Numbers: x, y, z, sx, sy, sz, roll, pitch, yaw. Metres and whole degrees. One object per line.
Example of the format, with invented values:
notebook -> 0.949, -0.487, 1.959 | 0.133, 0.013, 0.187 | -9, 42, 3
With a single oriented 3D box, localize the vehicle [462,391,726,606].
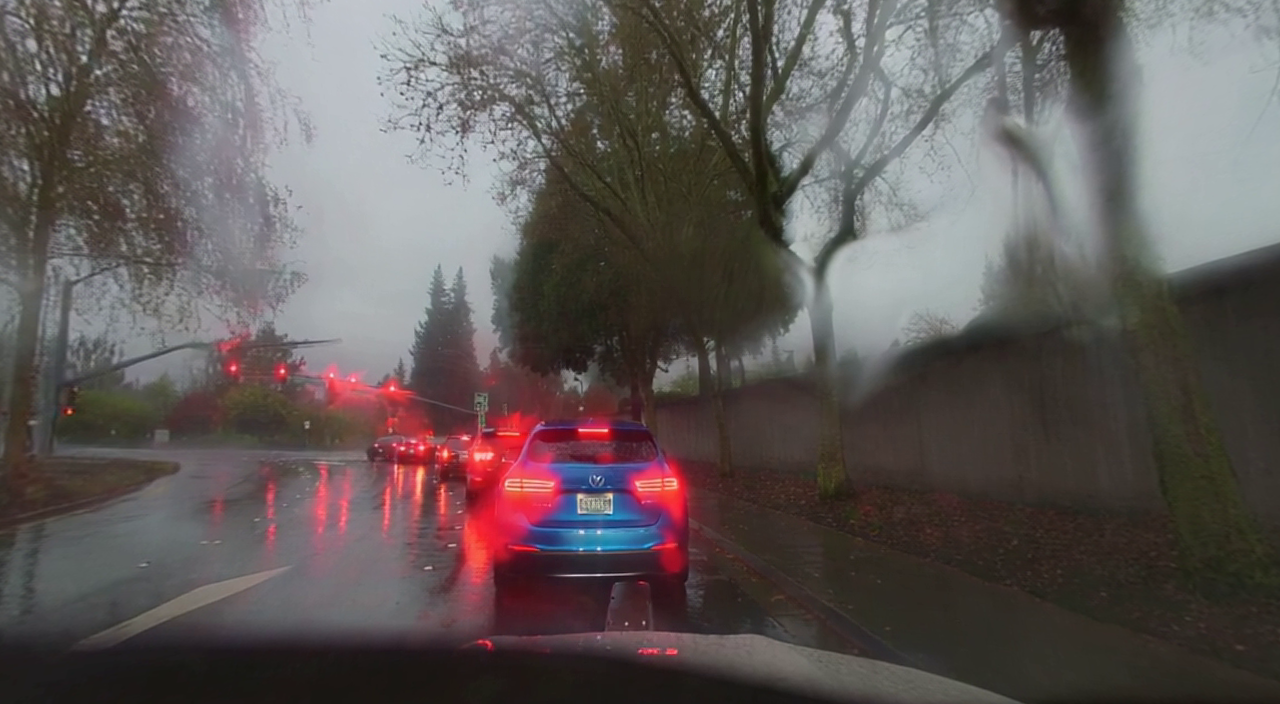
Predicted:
vehicle -> -0.679, 1.459, 7.199 | 2.134, 1.671, 4.147 | 1, -8, -10

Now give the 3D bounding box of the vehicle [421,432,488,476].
vehicle -> -7.286, 3.923, 24.490 | 1.902, 1.536, 3.662 | 4, -9, -25
